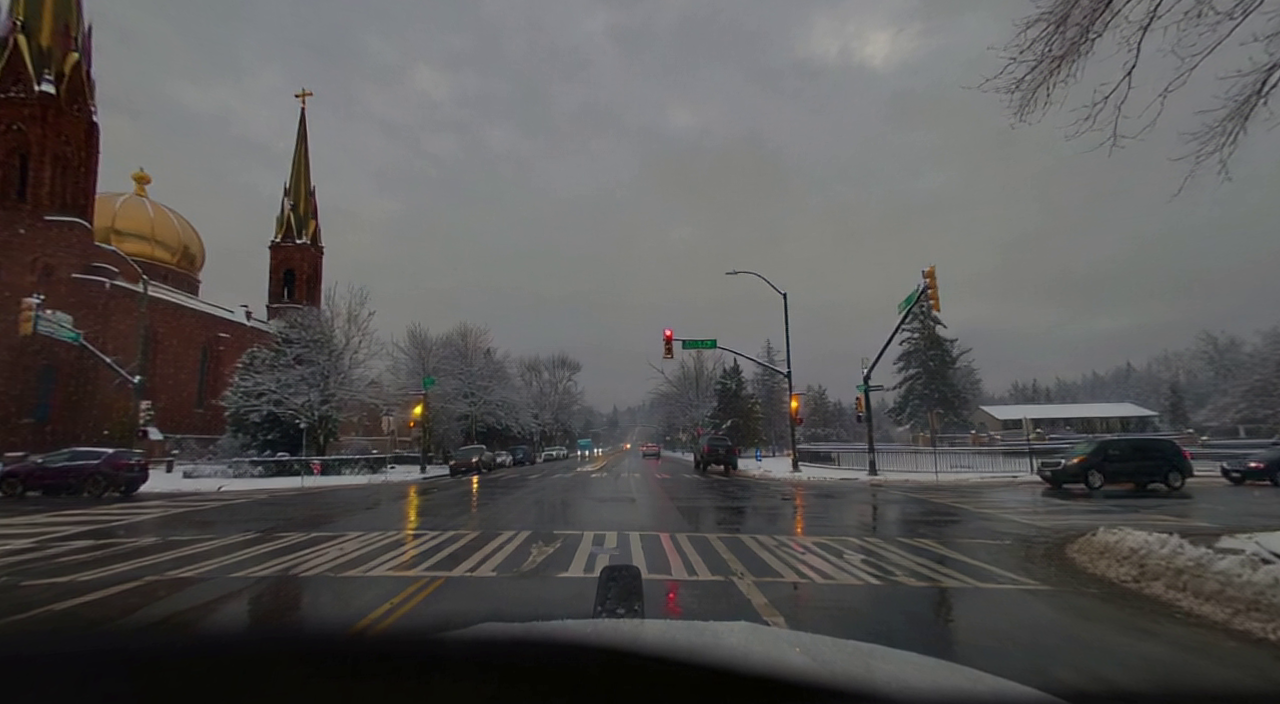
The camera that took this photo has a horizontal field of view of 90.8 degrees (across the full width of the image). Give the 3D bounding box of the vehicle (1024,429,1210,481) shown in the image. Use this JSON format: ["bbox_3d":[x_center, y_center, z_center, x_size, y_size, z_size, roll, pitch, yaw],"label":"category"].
[{"bbox_3d":[19.864,4.303,26.560,5.852,2.057,2.361,0,-8,0],"label":"vehicle"}]

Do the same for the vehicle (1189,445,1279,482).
[{"bbox_3d":[26.373,4.677,26.669,4.561,1.475,1.850,0,-8,0],"label":"vehicle"}]

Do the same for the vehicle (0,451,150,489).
[{"bbox_3d":[-23.360,4.858,26.208,4.479,1.476,1.873,0,-8,1],"label":"vehicle"}]

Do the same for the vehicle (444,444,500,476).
[{"bbox_3d":[-10.238,6.604,38.939,2.076,1.876,4.669,0,-8,1],"label":"vehicle"}]

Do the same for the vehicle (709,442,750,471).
[{"bbox_3d":[5.820,6.859,41.505,1.969,1.776,4.329,0,-8,-2],"label":"vehicle"}]
